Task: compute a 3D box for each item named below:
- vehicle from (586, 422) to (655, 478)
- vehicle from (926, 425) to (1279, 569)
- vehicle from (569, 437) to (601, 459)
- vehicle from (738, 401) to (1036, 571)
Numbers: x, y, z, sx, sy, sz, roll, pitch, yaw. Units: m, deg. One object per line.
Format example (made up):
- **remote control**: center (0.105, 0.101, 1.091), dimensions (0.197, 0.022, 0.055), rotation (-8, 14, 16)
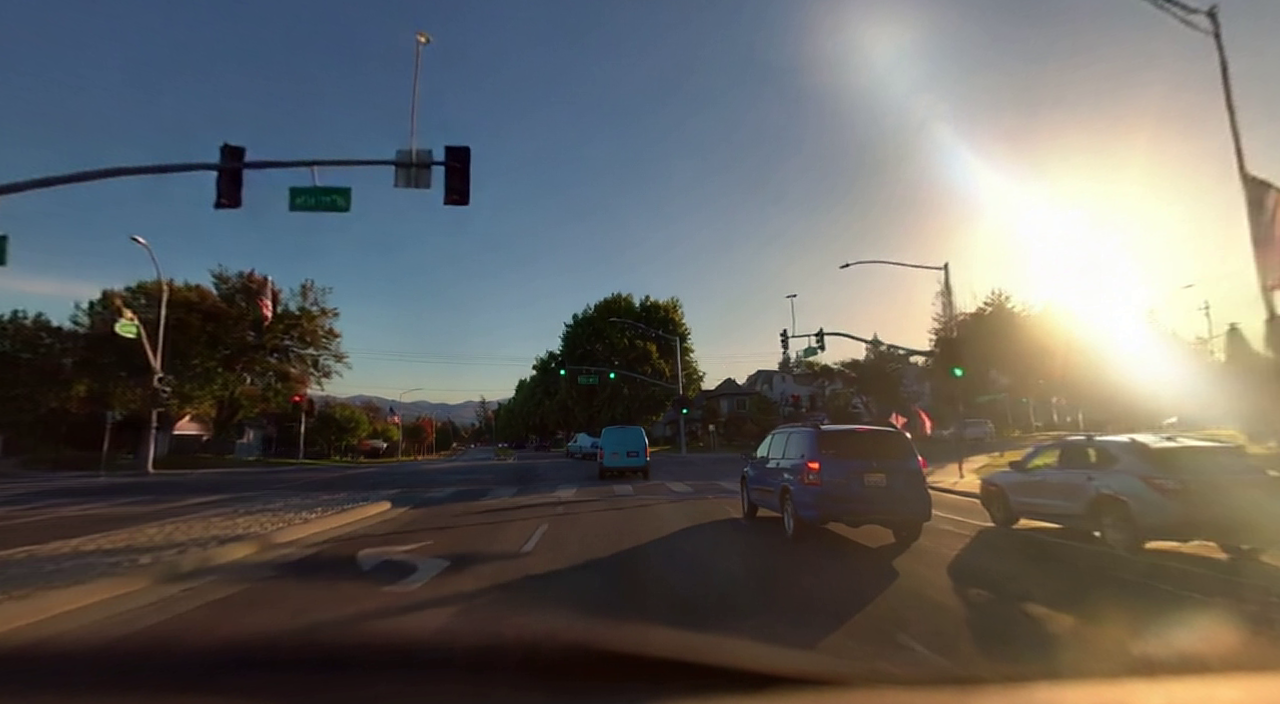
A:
- **vehicle**: center (-0.837, 3.579, 23.242), dimensions (2.185, 1.822, 4.583), rotation (1, -8, -6)
- **vehicle**: center (6.393, 1.873, 9.085), dimensions (2.124, 1.474, 4.880), rotation (0, -8, -2)
- **vehicle**: center (-3.977, 6.874, 45.168), dimensions (1.887, 1.458, 4.275), rotation (1, -8, -10)
- **vehicle**: center (2.845, 1.670, 8.662), dimensions (2.024, 1.686, 4.588), rotation (0, -8, -3)
